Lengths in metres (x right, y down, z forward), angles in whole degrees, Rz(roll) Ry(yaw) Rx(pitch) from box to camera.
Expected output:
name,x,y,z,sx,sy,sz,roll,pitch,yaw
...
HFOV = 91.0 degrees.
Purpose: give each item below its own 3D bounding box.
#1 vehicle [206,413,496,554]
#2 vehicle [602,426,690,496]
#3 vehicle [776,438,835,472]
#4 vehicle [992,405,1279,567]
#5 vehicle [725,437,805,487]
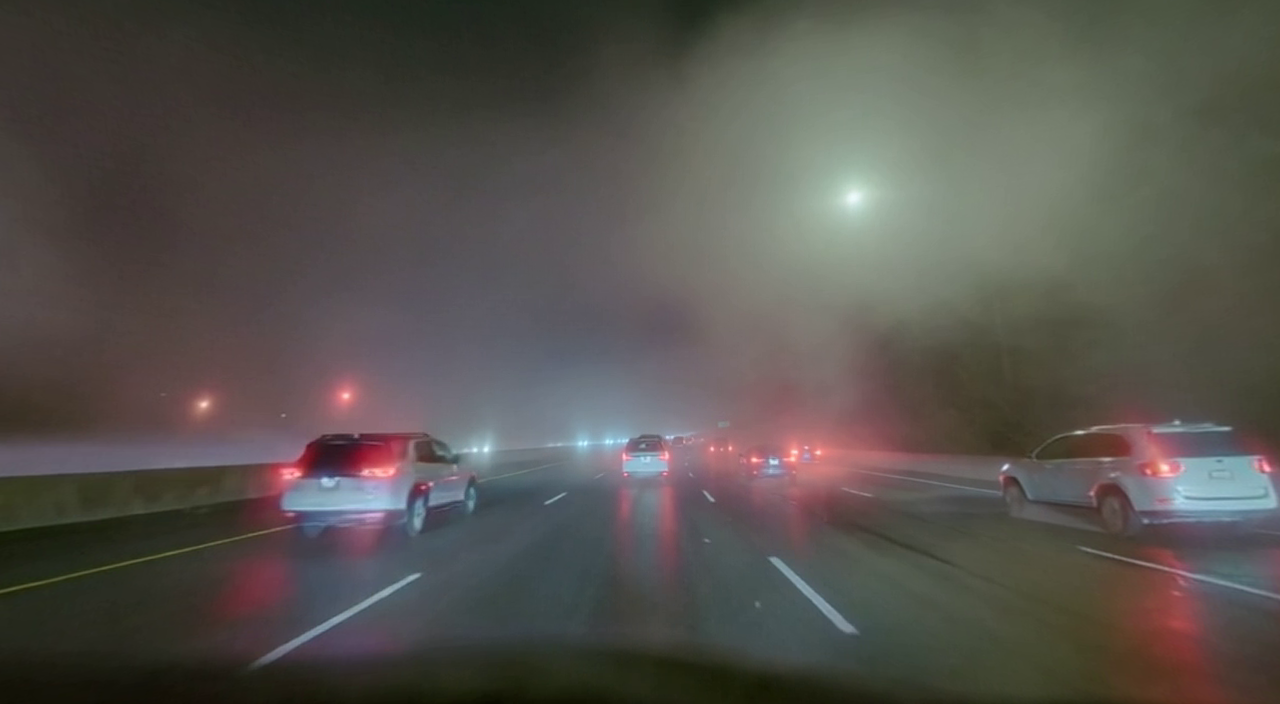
name,x,y,z,sx,sy,sz,roll,pitch,yaw
vehicle,-3.942,1.900,9.797,2.128,1.627,4.697,0,-9,2
vehicle,0.216,3.023,17.750,2.181,1.728,3.970,0,-9,2
vehicle,8.264,5.177,31.866,1.956,1.588,4.305,0,-9,3
vehicle,7.394,1.755,8.945,2.028,1.657,4.823,0,-9,1
vehicle,4.192,3.766,21.789,1.999,1.514,4.338,0,-9,2
